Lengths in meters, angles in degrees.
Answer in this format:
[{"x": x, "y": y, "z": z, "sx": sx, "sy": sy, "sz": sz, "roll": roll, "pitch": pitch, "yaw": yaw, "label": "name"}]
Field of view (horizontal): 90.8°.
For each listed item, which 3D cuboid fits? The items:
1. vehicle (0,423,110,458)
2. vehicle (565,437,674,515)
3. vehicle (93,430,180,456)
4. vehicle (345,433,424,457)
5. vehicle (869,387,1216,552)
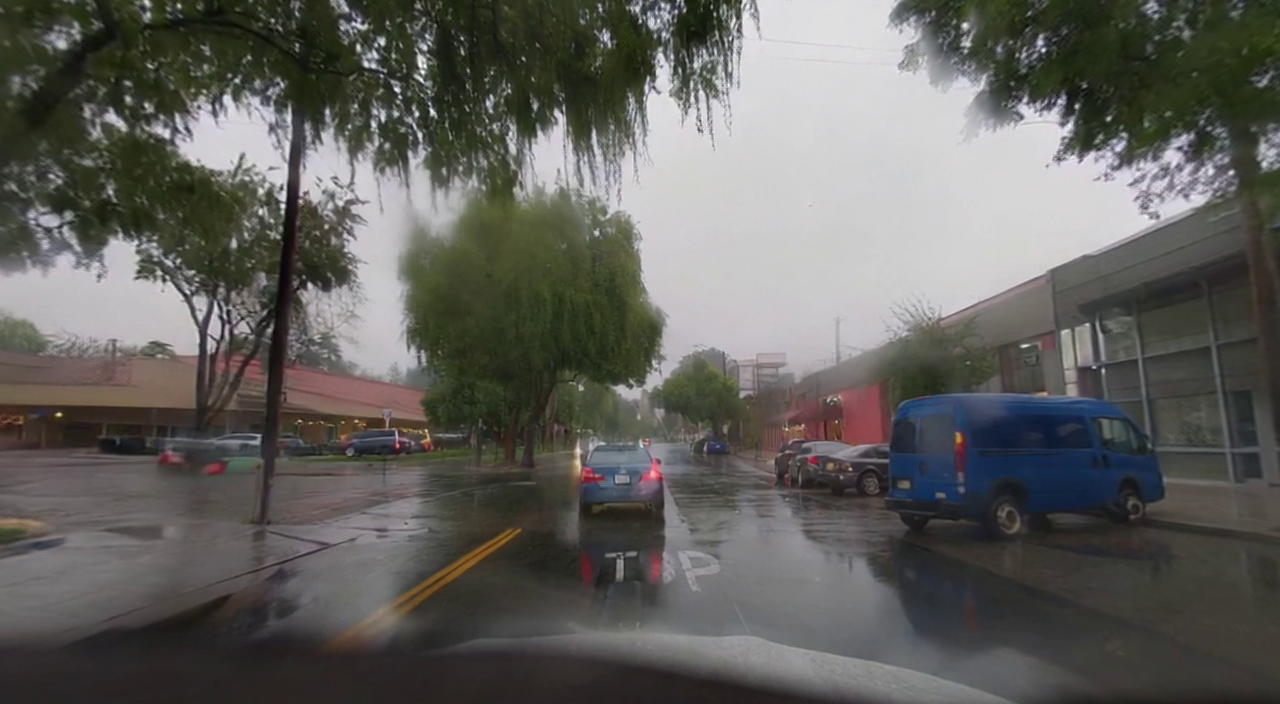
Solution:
[{"x": -31.812, "y": 4.801, "z": 34.065, "sx": 4.438, "sy": 1.814, "sz": 2.044, "roll": 0, "pitch": -8, "yaw": -1, "label": "vehicle"}, {"x": -0.542, "y": 2.677, "z": 14.226, "sx": 2.065, "sy": 1.450, "sz": 4.522, "roll": 1, "pitch": -8, "yaw": -4, "label": "vehicle"}, {"x": -31.798, "y": 5.732, "z": 39.944, "sx": 3.915, "sy": 1.574, "sz": 1.850, "roll": 0, "pitch": -8, "yaw": 4, "label": "vehicle"}, {"x": -18.387, "y": 6.686, "z": 45.609, "sx": 4.892, "sy": 1.679, "sz": 1.927, "roll": 1, "pitch": -8, "yaw": -6, "label": "vehicle"}, {"x": 6.653, "y": 1.837, "z": 10.411, "sx": 5.385, "sy": 2.146, "sz": 2.143, "roll": 4, "pitch": -9, "yaw": -25, "label": "vehicle"}]
